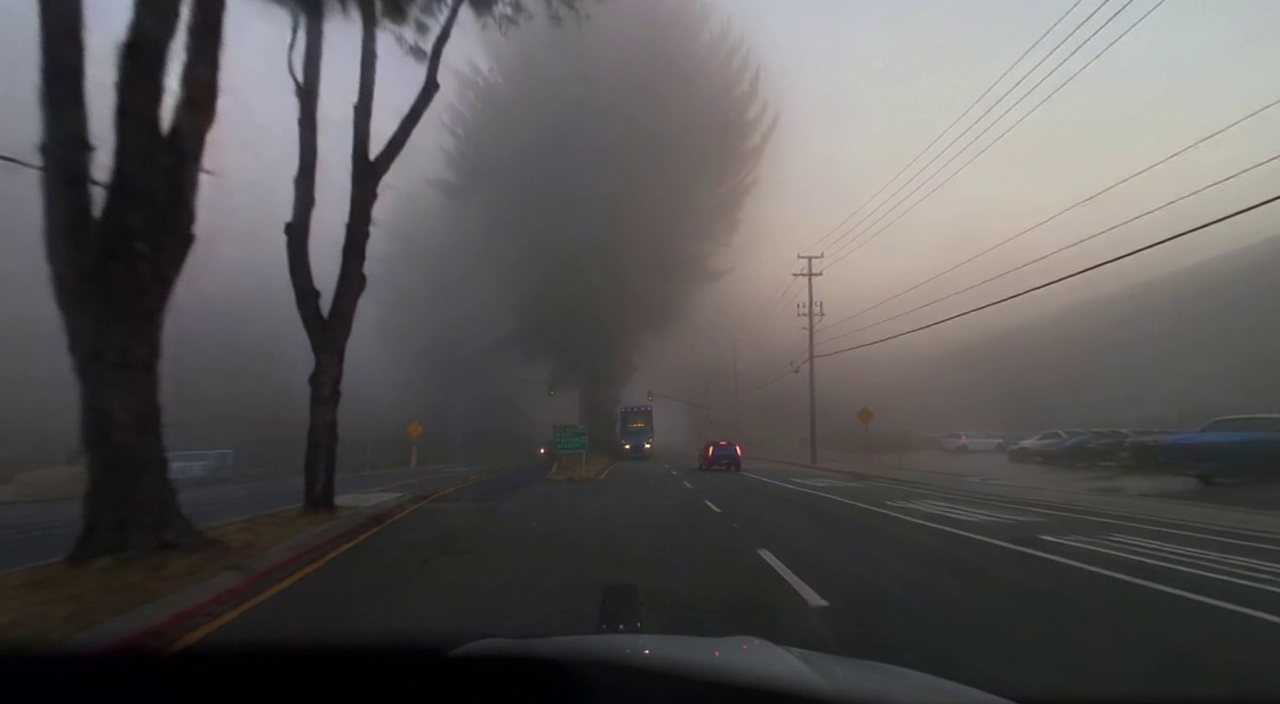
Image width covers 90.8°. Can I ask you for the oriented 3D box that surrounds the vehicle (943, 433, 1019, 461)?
[{"bbox_3d":[20.541,5.757,38.326,2.010,1.567,4.519,0,-9,-1],"label":"vehicle"}]

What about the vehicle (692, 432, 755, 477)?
[{"bbox_3d":[3.570,4.508,27.966,2.086,1.803,4.607,0,-9,-1],"label":"vehicle"}]

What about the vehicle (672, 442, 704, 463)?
[{"bbox_3d":[3.661,7.734,48.743,2.146,1.474,4.564,0,-9,0],"label":"vehicle"}]

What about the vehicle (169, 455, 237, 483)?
[{"bbox_3d":[-31.294,8.321,45.423,2.099,1.801,4.957,1,-9,-11],"label":"vehicle"}]

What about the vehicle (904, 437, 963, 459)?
[{"bbox_3d":[20.700,6.790,44.790,1.887,1.448,4.723,0,-9,0],"label":"vehicle"}]

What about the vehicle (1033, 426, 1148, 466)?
[{"bbox_3d":[20.819,4.390,29.460,1.917,1.682,4.575,0,-9,-1],"label":"vehicle"}]

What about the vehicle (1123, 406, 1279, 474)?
[{"bbox_3d":[20.741,3.146,22.382,2.529,2.086,5.902,0,-9,0],"label":"vehicle"}]

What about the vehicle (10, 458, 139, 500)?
[{"bbox_3d":[-26.116,5.853,29.438,2.188,1.669,4.546,1,-9,-8],"label":"vehicle"}]

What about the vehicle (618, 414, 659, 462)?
[{"bbox_3d":[-0.096,6.665,48.467,2.889,3.347,8.285,0,-9,0],"label":"vehicle"}]
